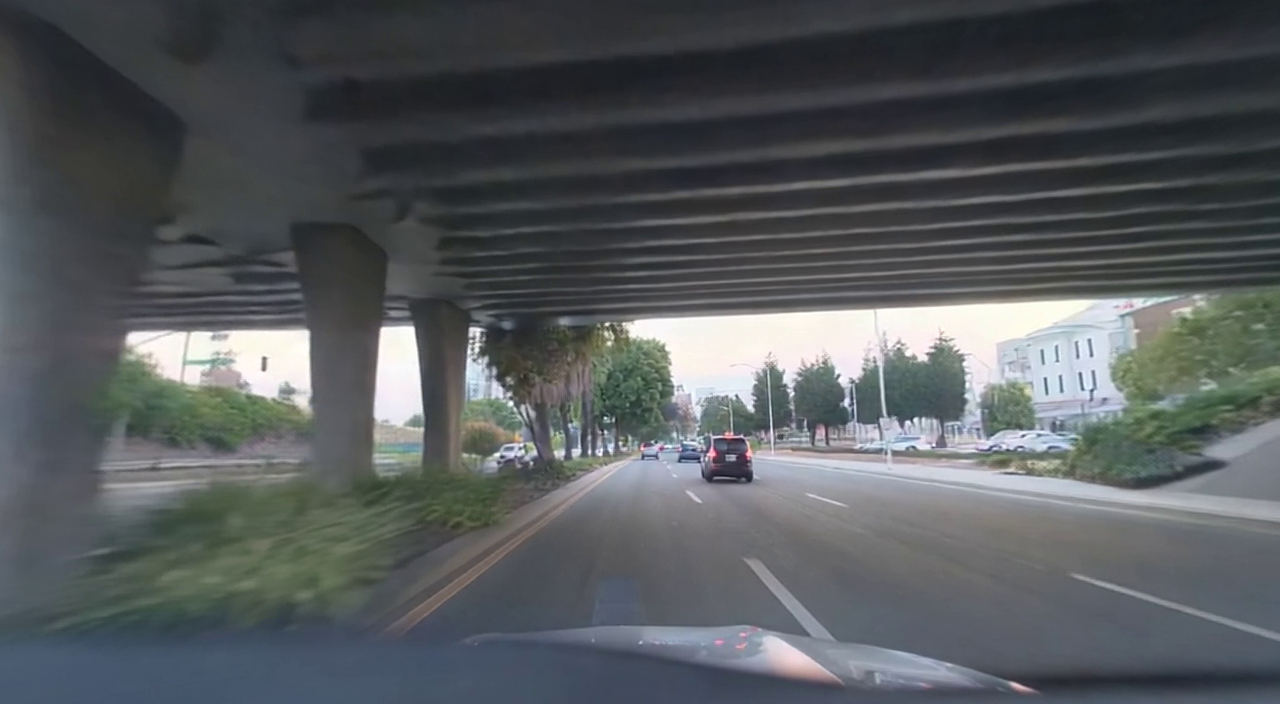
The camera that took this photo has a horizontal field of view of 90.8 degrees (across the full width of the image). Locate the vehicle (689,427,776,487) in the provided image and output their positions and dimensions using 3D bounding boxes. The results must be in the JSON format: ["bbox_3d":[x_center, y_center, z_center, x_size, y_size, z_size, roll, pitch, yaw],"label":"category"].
[{"bbox_3d":[3.316,3.952,24.065,2.559,2.017,5.562,0,-9,1],"label":"vehicle"}]
